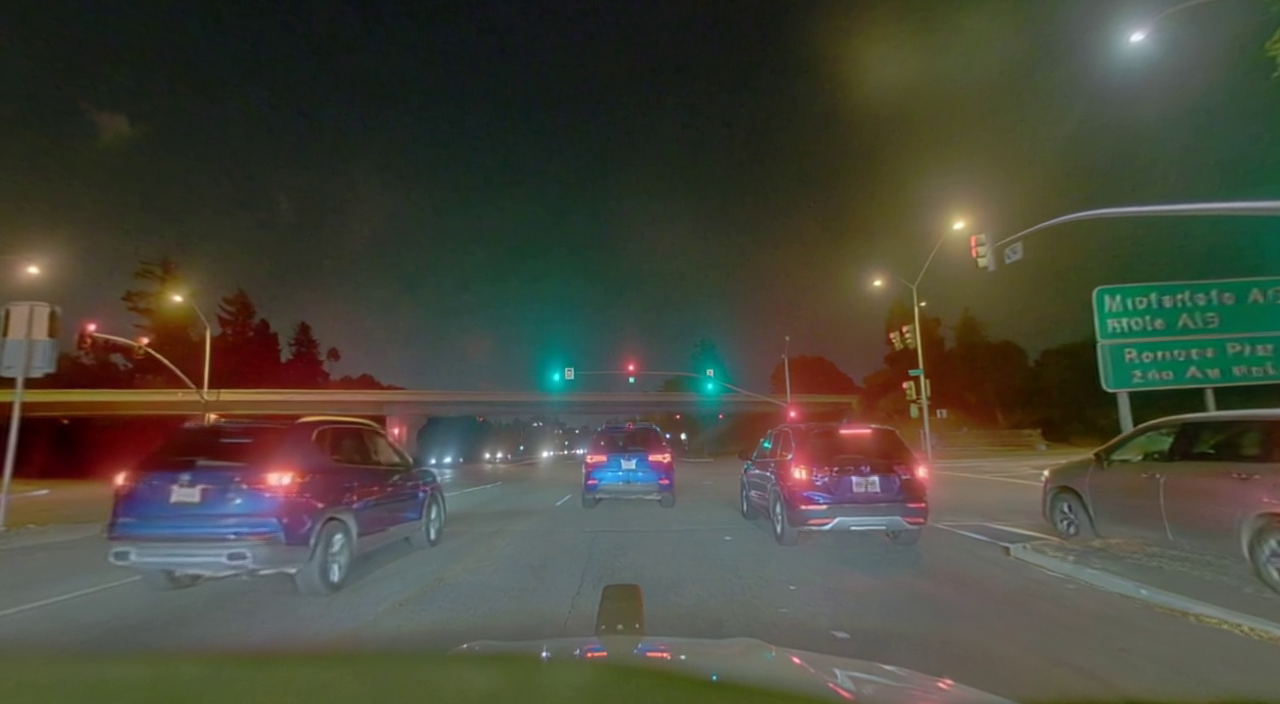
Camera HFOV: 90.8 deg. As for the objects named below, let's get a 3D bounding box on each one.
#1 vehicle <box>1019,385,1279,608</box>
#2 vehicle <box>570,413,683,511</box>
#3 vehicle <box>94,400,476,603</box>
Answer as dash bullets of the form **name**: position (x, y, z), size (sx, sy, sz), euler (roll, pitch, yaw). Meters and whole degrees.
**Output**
- **vehicle**: position (6.218, 1.351, 6.370), size (2.074, 1.785, 4.320), euler (0, -8, 0)
- **vehicle**: position (-0.349, 2.623, 15.498), size (2.342, 2.026, 4.642), euler (0, -8, -2)
- **vehicle**: position (-3.749, 1.661, 7.978), size (2.060, 1.768, 4.681), euler (0, -8, 0)
